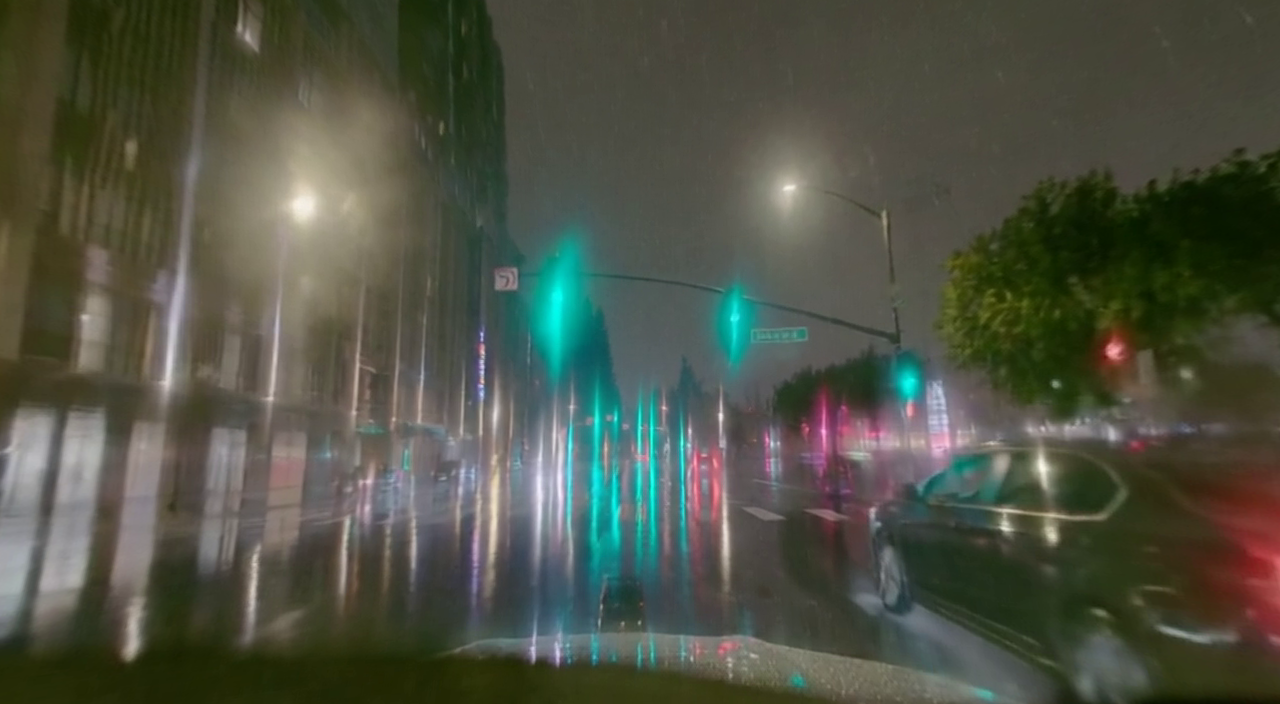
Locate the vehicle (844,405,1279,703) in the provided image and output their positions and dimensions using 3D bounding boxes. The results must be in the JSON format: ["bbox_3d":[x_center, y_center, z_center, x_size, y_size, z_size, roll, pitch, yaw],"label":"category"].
[{"bbox_3d":[3.105,1.250,4.039,2.080,1.524,4.348,0,-9,-1],"label":"vehicle"}]

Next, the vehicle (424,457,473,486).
[{"bbox_3d":[-12.172,7.588,40.206,1.867,1.583,4.108,-1,-8,0],"label":"vehicle"}]

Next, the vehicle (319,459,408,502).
[{"bbox_3d":[-12.200,5.676,28.080,1.910,1.511,4.565,-1,-7,0],"label":"vehicle"}]
